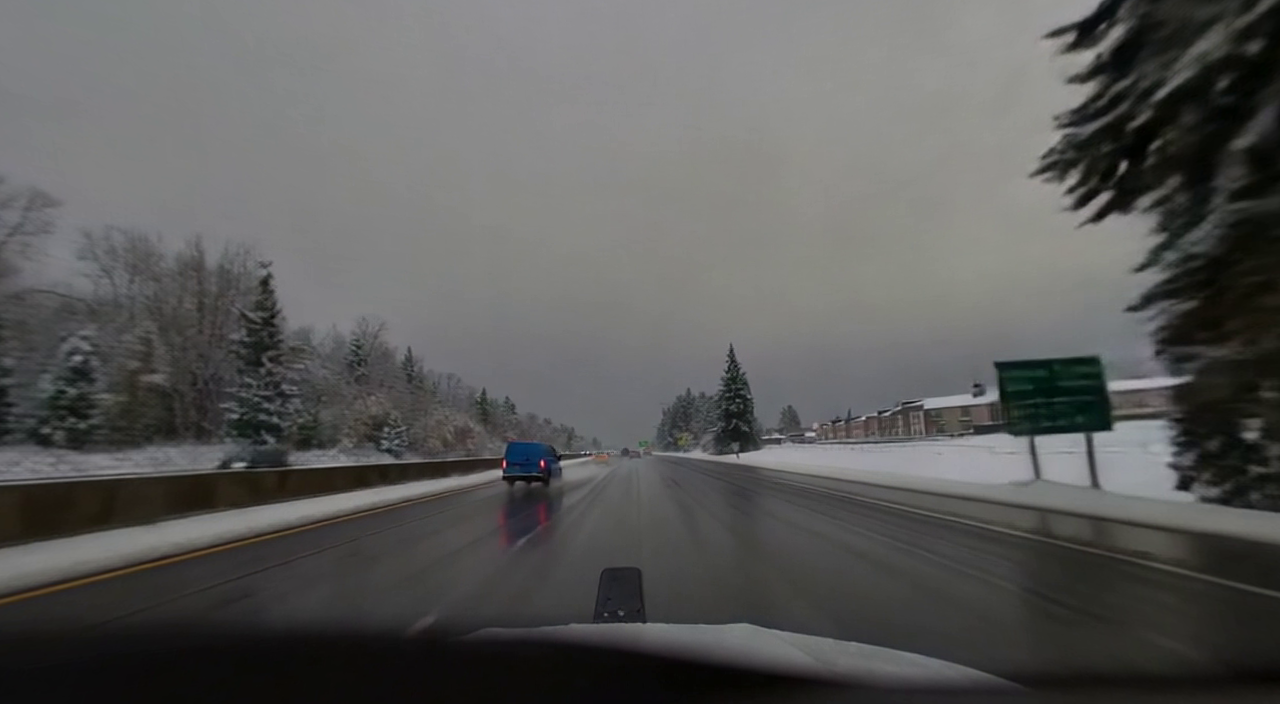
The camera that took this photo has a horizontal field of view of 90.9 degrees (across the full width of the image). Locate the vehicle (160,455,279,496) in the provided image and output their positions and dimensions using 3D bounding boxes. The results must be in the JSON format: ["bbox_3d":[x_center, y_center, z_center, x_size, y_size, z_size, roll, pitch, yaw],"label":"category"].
[{"bbox_3d":[-16.168,4.729,24.539,1.800,1.424,4.187,0,-9,-1],"label":"vehicle"}]

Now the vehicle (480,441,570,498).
[{"bbox_3d":[-3.433,3.597,19.549,1.965,1.556,3.971,0,-9,1],"label":"vehicle"}]
